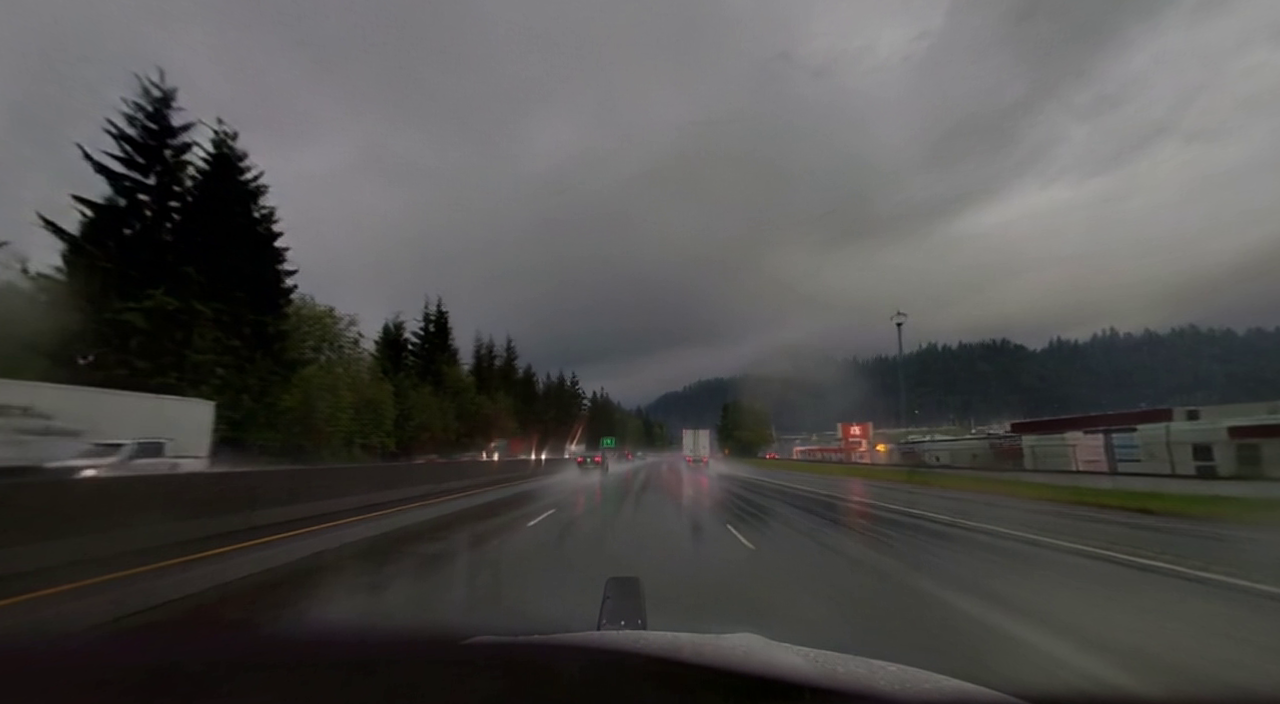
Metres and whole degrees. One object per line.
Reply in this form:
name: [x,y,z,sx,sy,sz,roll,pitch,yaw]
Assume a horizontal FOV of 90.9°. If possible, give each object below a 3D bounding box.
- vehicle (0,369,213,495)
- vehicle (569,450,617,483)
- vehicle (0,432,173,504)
vehicle: [-21.915,2.943,22.540,3.072,4.005,14.020,-1,-9,2]
vehicle: [-2.260,5.642,31.405,2.035,1.513,4.272,0,-9,0]
vehicle: [-17.821,3.602,19.954,2.095,1.943,5.068,0,-9,1]
